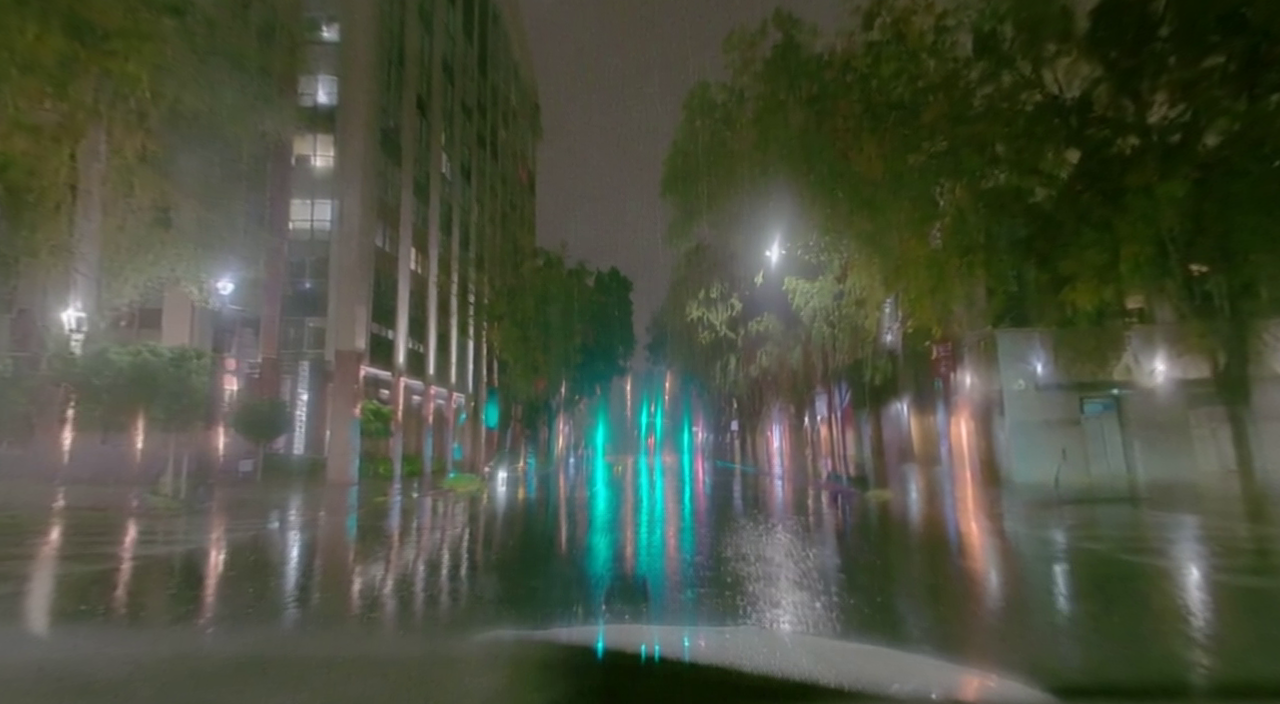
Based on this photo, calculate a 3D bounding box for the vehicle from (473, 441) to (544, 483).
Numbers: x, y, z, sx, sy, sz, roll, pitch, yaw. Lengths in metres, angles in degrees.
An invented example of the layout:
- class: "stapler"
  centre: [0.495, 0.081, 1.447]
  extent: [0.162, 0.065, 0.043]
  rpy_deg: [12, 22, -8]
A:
- class: "vehicle"
  centre: [-5.741, 4.847, 28.142]
  extent: [2.223, 1.658, 4.621]
  rpy_deg: [-1, -8, 0]
